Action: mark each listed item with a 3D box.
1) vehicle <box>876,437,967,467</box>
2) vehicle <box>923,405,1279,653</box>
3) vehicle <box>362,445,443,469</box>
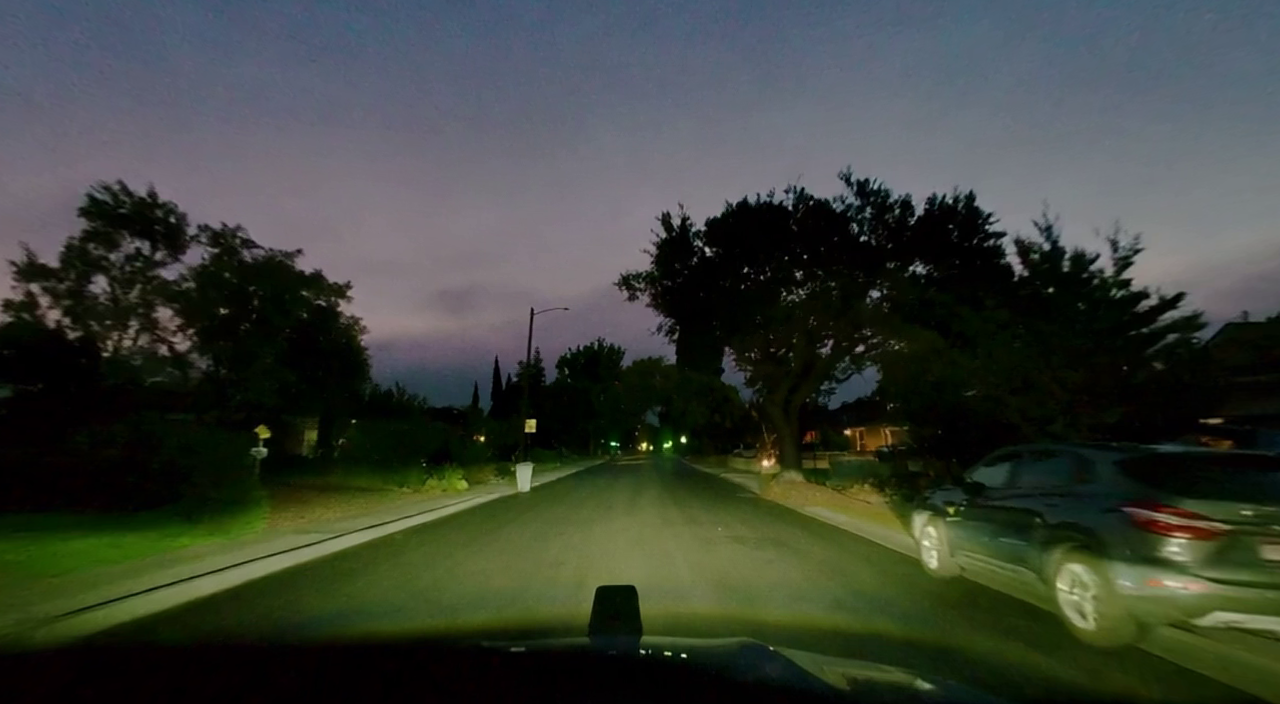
[{"bbox_3d":[16.820,5.951,37.867,4.495,1.724,1.943,0,-8,-3],"label":"vehicle"},{"bbox_3d":[4.843,1.516,6.500,1.948,1.686,4.224,0,-8,1],"label":"vehicle"},{"bbox_3d":[-14.089,6.244,37.630,4.138,1.355,1.808,0,-8,0],"label":"vehicle"}]
